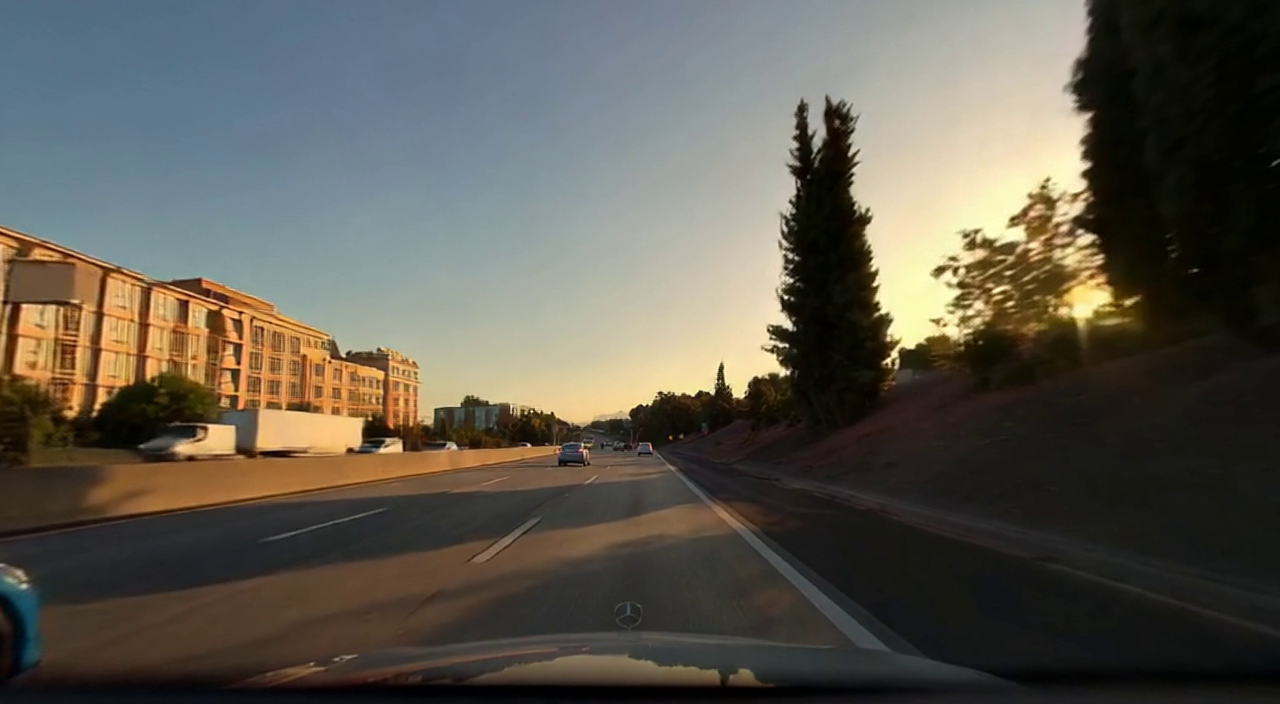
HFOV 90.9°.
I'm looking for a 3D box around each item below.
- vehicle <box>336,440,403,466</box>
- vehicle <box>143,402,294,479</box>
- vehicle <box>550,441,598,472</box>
[{"bbox_3d":[-20.529,7.680,48.207,2.244,1.899,6.273,0,-8,1],"label":"vehicle"},{"bbox_3d":[-24.549,5.278,37.503,3.059,3.993,8.430,0,-8,0],"label":"vehicle"},{"bbox_3d":[-3.259,5.216,31.785,1.926,1.464,4.186,0,-8,1],"label":"vehicle"}]
